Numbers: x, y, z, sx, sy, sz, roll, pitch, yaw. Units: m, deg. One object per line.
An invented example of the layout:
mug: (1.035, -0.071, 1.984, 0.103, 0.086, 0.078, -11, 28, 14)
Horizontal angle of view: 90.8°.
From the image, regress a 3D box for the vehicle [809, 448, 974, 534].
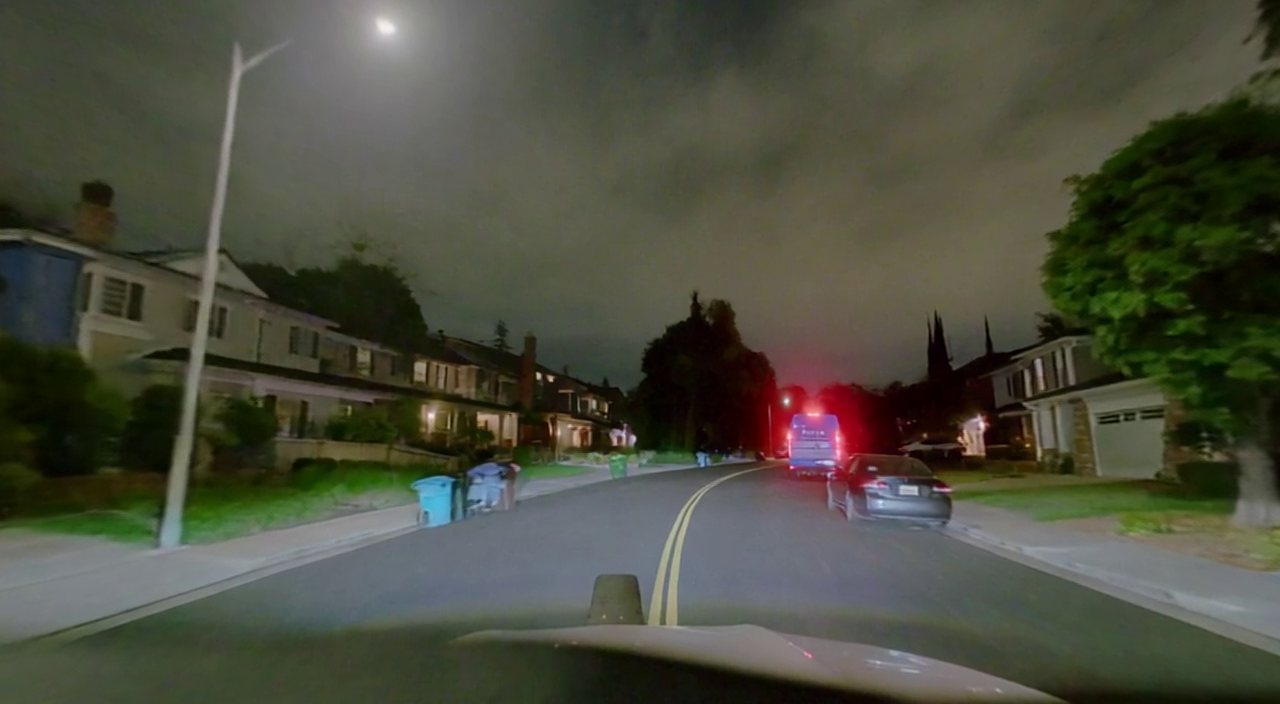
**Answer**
vehicle: (4.641, 2.565, 12.391, 1.835, 1.349, 4.285, -1, -9, 6)

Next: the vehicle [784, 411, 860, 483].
vehicle: (7.884, 4.085, 27.247, 2.684, 2.712, 6.197, -3, -9, 17)
